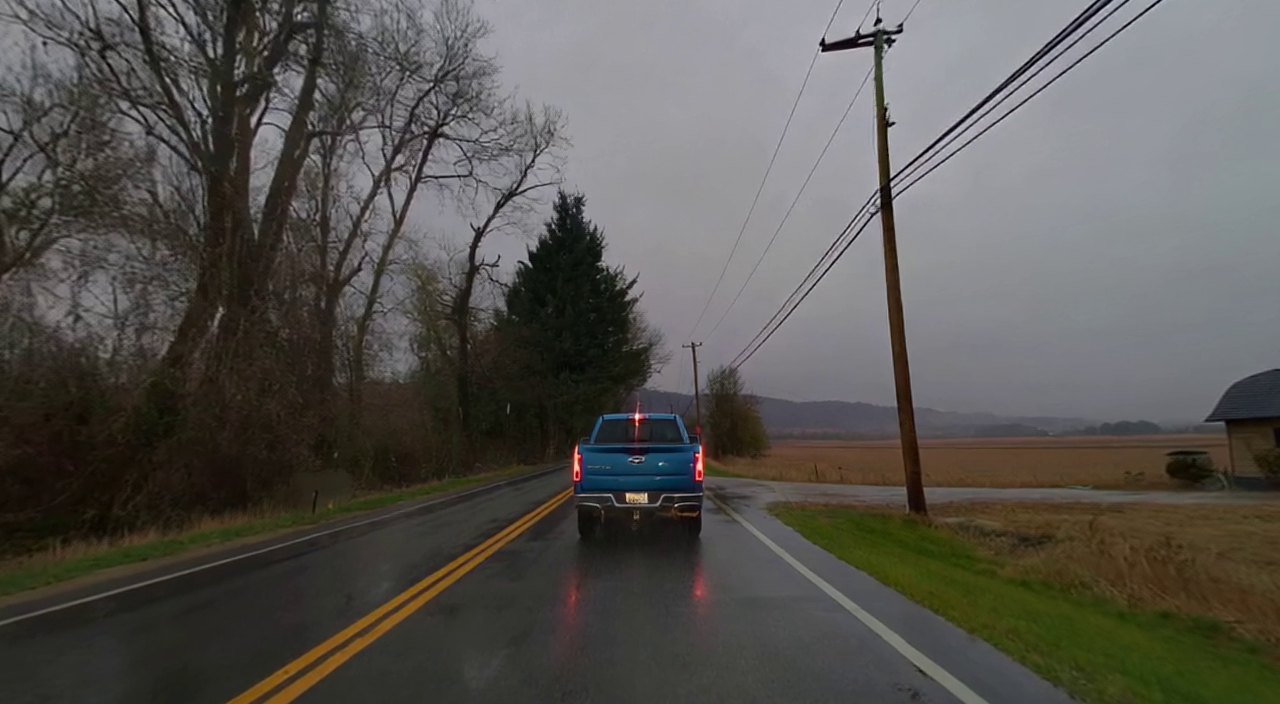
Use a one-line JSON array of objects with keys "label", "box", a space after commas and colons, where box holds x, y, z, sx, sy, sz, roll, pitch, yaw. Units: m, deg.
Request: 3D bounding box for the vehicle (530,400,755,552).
[{"label": "vehicle", "box": [-0.013, 1.967, 10.833, 2.774, 1.861, 5.885, 0, -8, -1]}]
